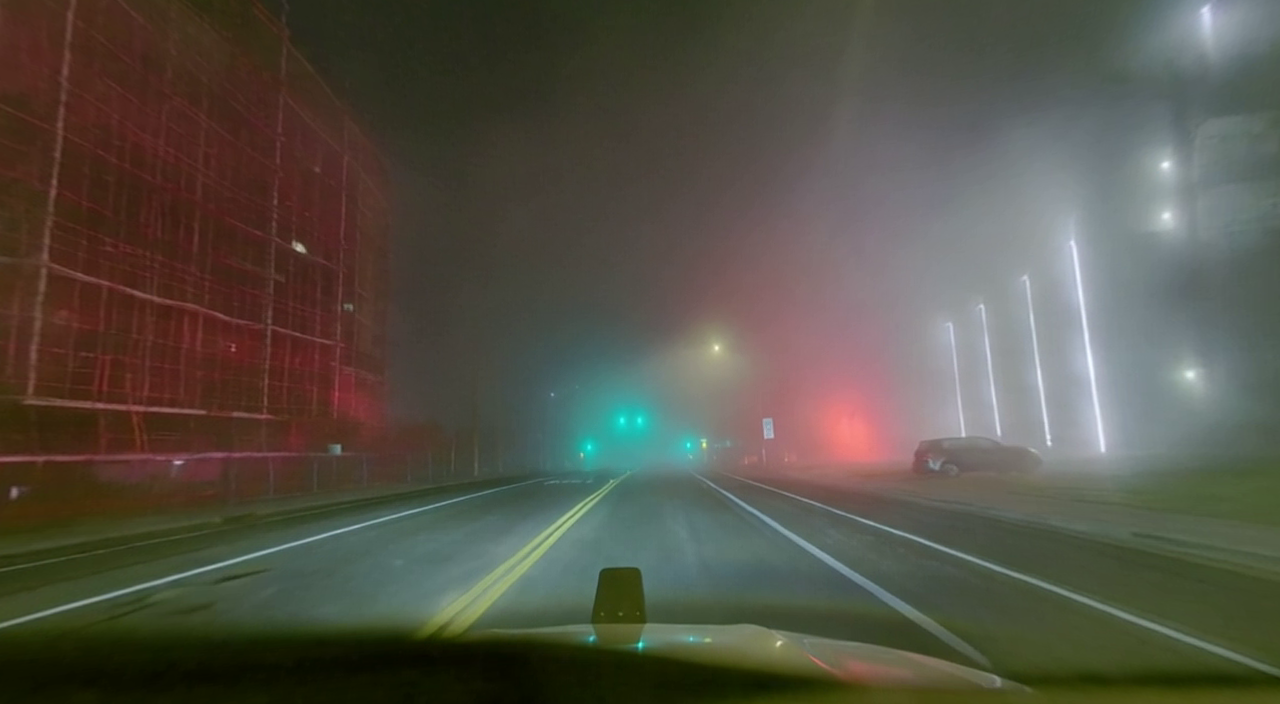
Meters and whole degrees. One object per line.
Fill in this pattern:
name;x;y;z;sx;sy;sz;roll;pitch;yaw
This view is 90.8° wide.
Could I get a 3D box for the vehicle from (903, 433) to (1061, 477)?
vehicle;11.601;3.536;21.680;4.251;1.418;1.896;-1;-8;3
